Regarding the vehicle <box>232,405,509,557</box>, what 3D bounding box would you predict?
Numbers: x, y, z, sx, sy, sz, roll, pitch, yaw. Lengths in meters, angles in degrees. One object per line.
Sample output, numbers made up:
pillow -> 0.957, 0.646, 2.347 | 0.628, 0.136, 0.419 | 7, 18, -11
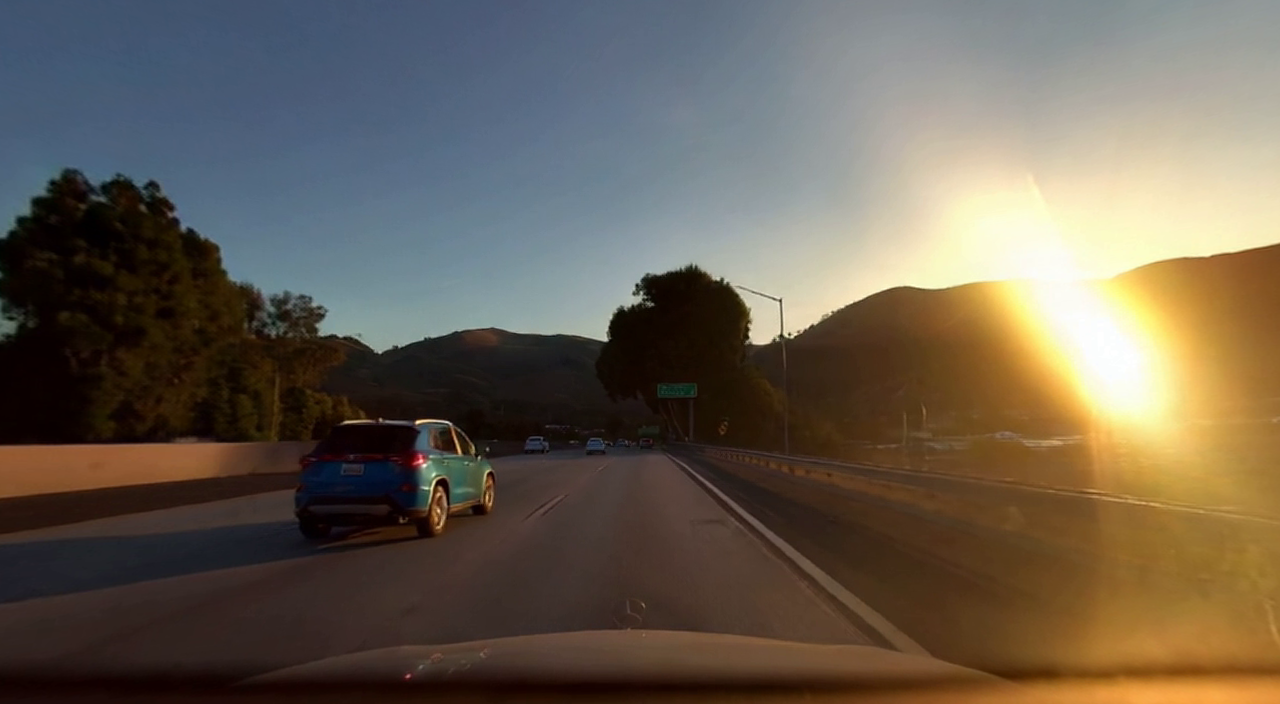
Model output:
vehicle -> -3.546, 1.795, 9.469 | 2.138, 1.718, 4.415 | 0, -8, 1

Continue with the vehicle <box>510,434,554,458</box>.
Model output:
vehicle -> -7.003, 6.159, 41.295 | 1.963, 1.476, 4.739 | 0, -8, 2

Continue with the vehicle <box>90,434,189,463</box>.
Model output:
vehicle -> -28.440, 5.499, 36.067 | 1.901, 1.540, 4.517 | 0, -8, 1
